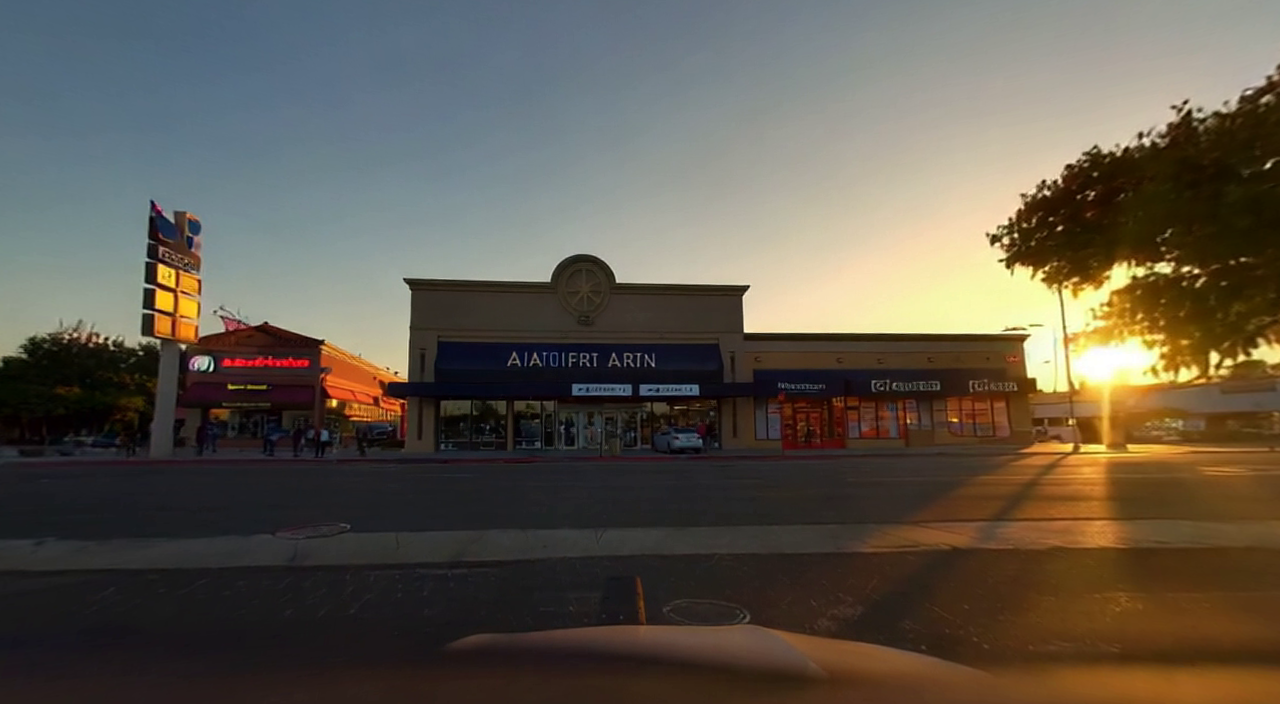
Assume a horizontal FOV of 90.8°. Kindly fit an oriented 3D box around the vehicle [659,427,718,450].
[{"bbox_3d":[3.206,5.903,42.922,1.812,1.468,4.519,5,-10,-29],"label":"vehicle"}]

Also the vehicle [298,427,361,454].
[{"bbox_3d":[-20.385,5.818,41.390,4.596,1.680,1.936,-7,-11,41],"label":"vehicle"}]

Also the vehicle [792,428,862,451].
[{"bbox_3d":[12.595,5.947,42.870,1.791,1.453,4.593,5,-10,-29],"label":"vehicle"}]

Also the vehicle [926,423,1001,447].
[{"bbox_3d":[25.242,6.550,49.407,4.838,1.799,1.914,-7,-11,38],"label":"vehicle"}]
